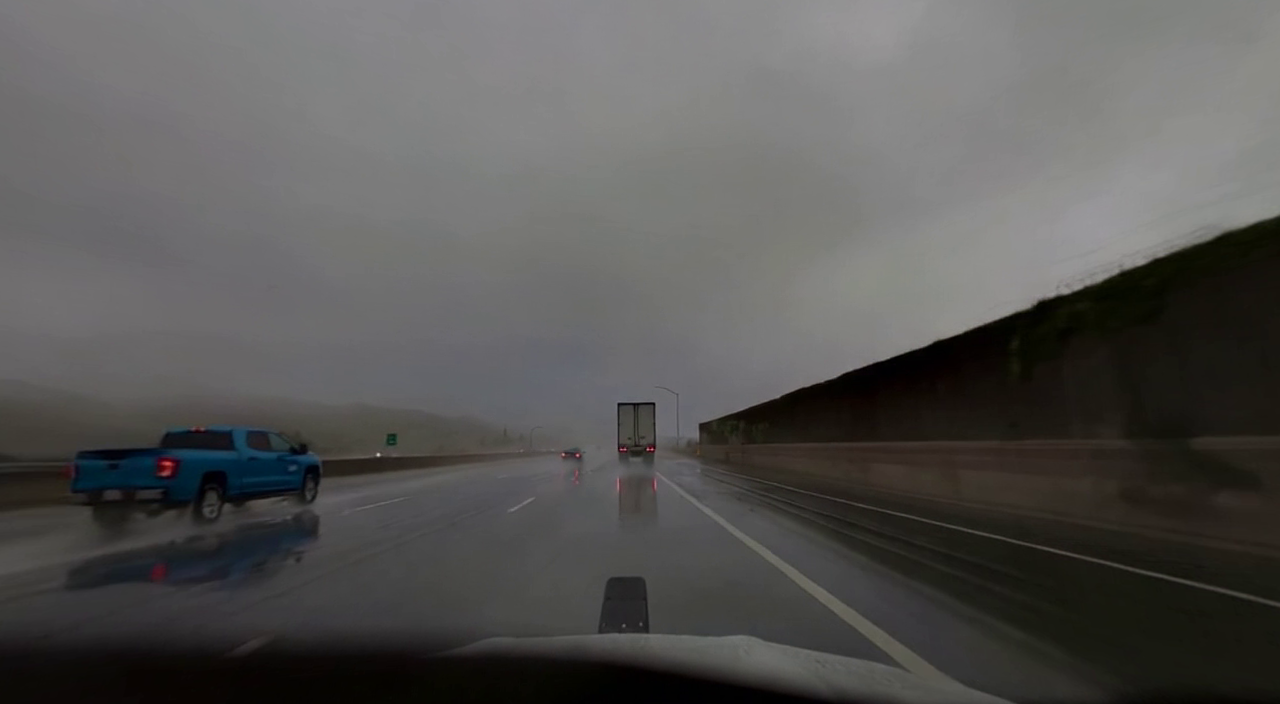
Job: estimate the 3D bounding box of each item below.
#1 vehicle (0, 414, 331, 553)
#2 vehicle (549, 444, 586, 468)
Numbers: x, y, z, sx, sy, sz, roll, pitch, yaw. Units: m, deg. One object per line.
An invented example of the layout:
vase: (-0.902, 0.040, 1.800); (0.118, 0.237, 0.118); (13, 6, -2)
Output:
vehicle: (-7.902, 2.155, 11.154); (2.113, 1.837, 5.339); (0, -9, 0)
vehicle: (-4.855, 7.017, 42.732); (1.983, 1.508, 4.060); (0, -9, 0)
